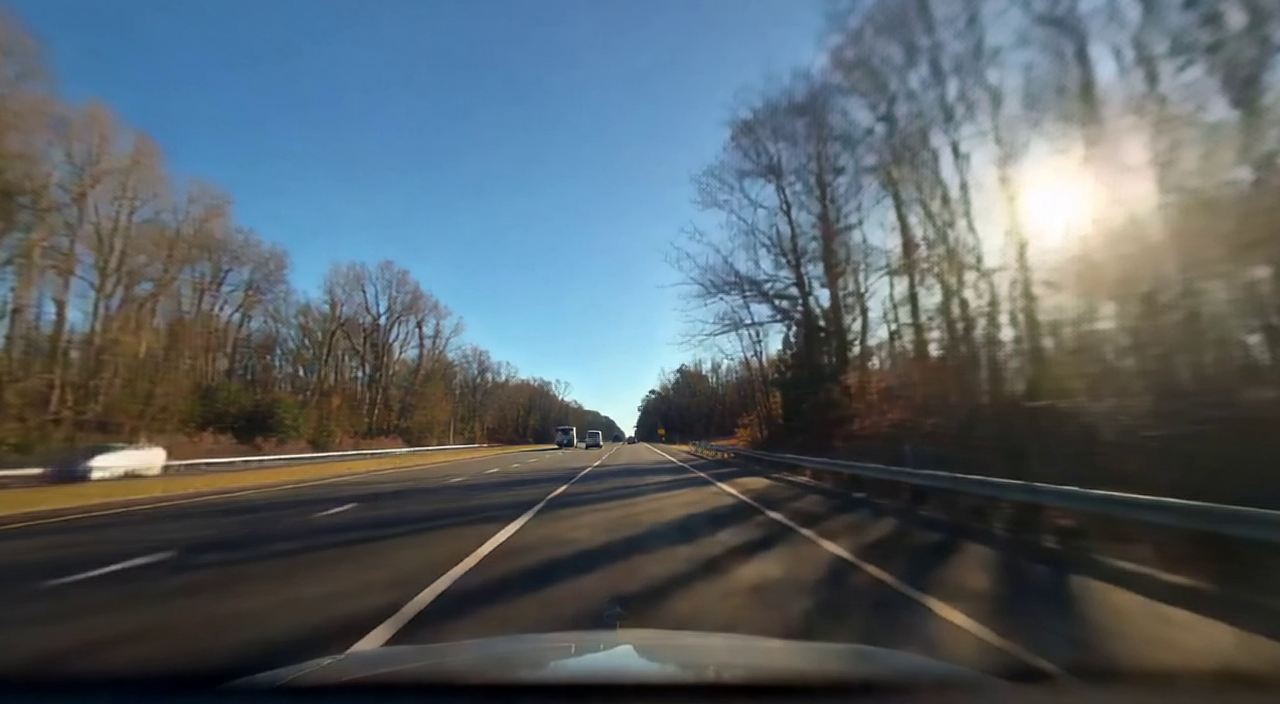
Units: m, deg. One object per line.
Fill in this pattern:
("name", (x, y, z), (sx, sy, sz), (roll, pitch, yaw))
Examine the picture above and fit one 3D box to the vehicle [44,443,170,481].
("vehicle", (-25.104, 5.162, 29.896), (1.877, 1.559, 4.830), (0, -8, -1))
